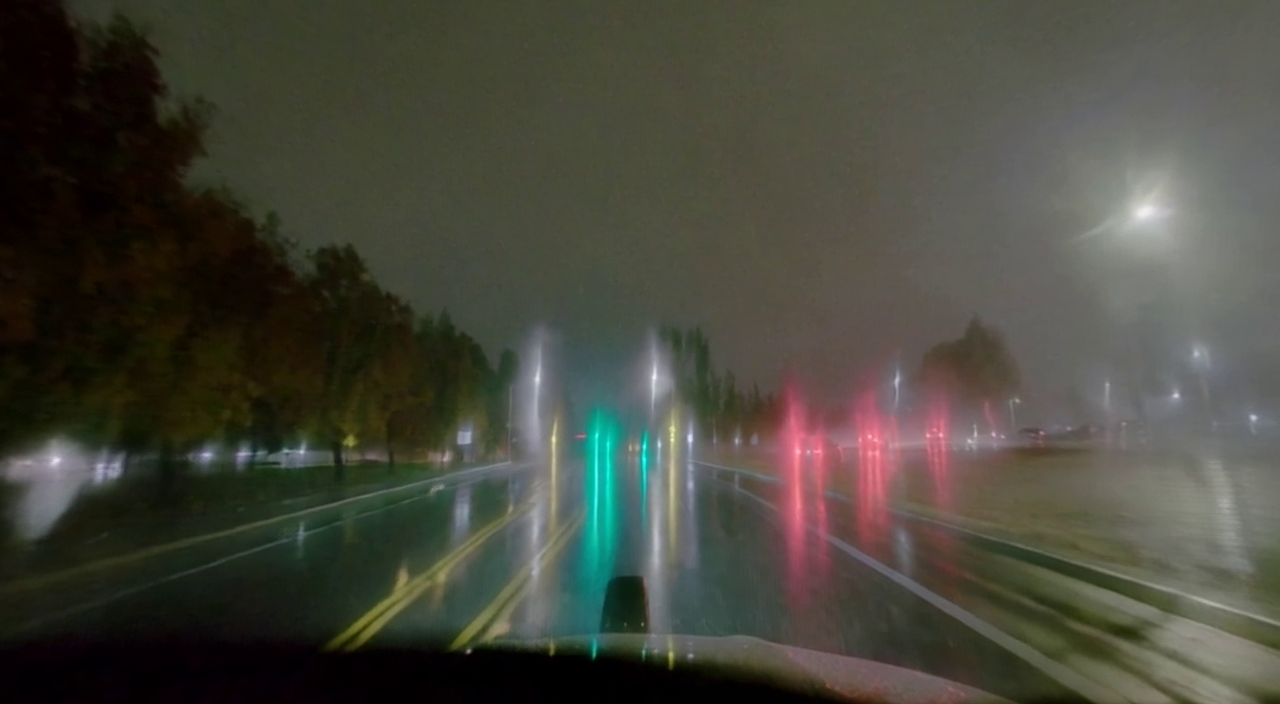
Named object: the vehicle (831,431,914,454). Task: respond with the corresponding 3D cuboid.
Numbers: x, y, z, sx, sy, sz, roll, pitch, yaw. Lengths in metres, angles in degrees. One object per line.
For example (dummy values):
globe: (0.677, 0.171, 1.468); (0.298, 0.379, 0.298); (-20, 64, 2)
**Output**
vehicle: (15.551, 6.083, 42.263); (4.744, 1.476, 1.926); (1, -9, -4)
